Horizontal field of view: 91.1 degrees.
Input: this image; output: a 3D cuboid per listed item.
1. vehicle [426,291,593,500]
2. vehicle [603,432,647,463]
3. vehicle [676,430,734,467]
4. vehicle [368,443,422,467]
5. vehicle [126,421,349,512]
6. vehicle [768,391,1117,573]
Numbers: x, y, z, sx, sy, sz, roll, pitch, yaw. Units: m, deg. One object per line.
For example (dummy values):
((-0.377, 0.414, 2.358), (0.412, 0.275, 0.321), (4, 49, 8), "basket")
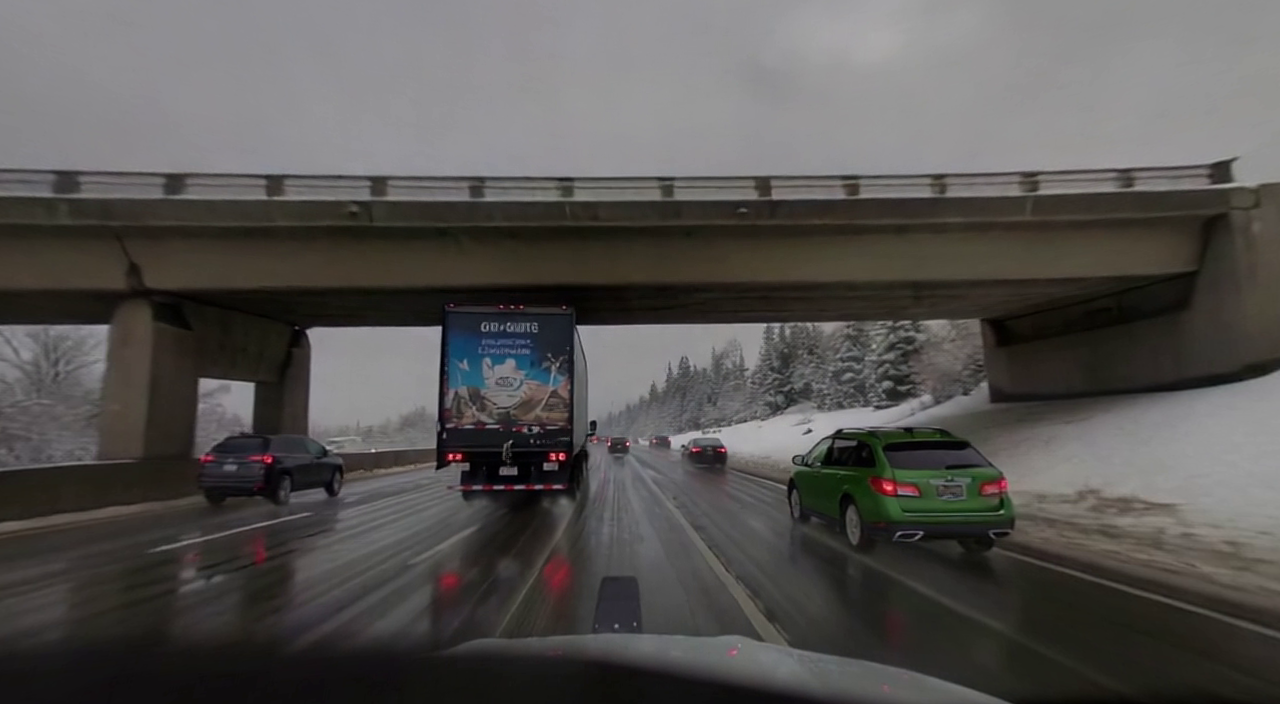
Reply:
((-2.743, 1.425, 16.419), (2.911, 3.787, 9.905), (1, -8, -5), "vehicle")
((-0.781, 5.043, 33.515), (2.168, 1.547, 4.618), (0, -8, -1), "vehicle")
((2.846, 4.373, 28.702), (2.003, 1.519, 4.580), (0, -8, -2), "vehicle")
((-16.524, 6.935, 42.642), (1.874, 1.491, 4.393), (0, -8, 0), "vehicle")
((-8.489, 2.421, 13.896), (2.048, 1.652, 4.421), (0, -8, -1), "vehicle")
((3.220, 1.478, 7.992), (2.118, 1.647, 4.400), (0, -8, -2), "vehicle")
